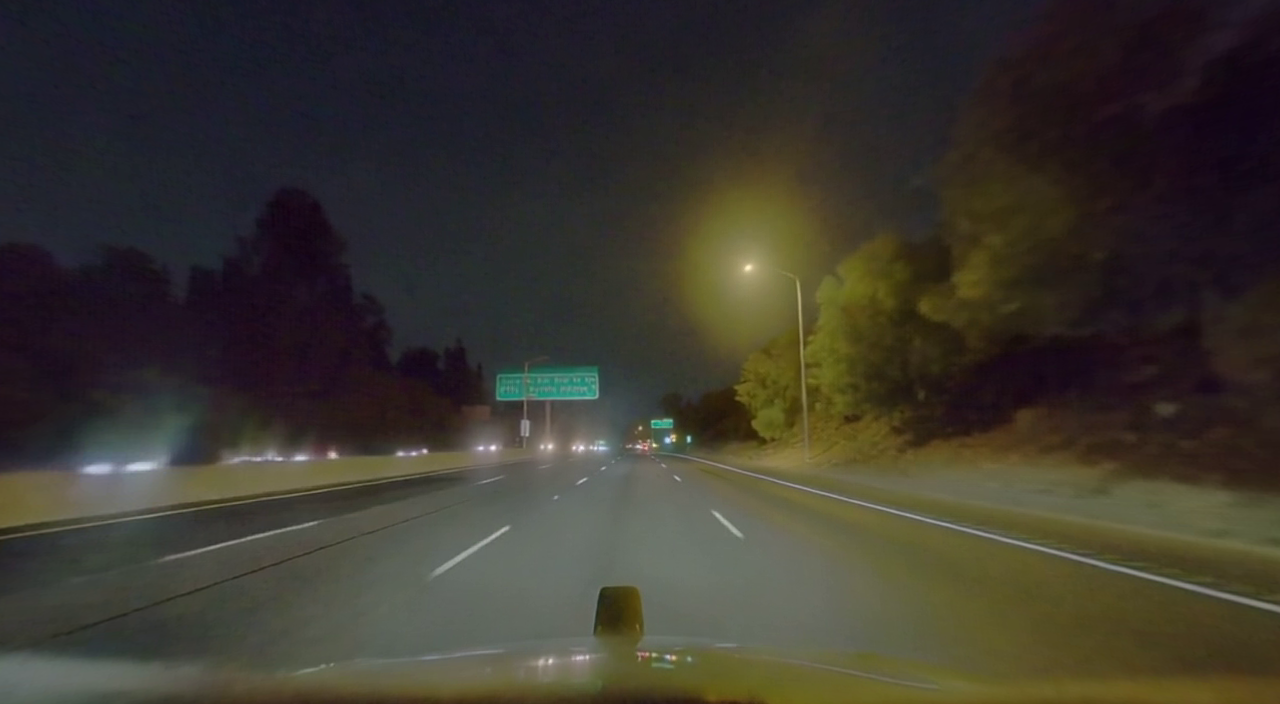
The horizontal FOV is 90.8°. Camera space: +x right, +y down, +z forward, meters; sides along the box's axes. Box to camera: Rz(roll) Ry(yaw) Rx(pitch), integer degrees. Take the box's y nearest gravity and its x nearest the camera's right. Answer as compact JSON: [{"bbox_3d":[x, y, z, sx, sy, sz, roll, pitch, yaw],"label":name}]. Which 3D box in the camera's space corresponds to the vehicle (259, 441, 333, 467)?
[{"bbox_3d":[-21.148,6.275,39.108,1.919,1.499,4.719,0,-8,0],"label":"vehicle"}]

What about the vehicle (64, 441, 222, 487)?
[{"bbox_3d":[-17.997,4.036,23.228,1.934,1.490,4.775,0,-8,0],"label":"vehicle"}]
